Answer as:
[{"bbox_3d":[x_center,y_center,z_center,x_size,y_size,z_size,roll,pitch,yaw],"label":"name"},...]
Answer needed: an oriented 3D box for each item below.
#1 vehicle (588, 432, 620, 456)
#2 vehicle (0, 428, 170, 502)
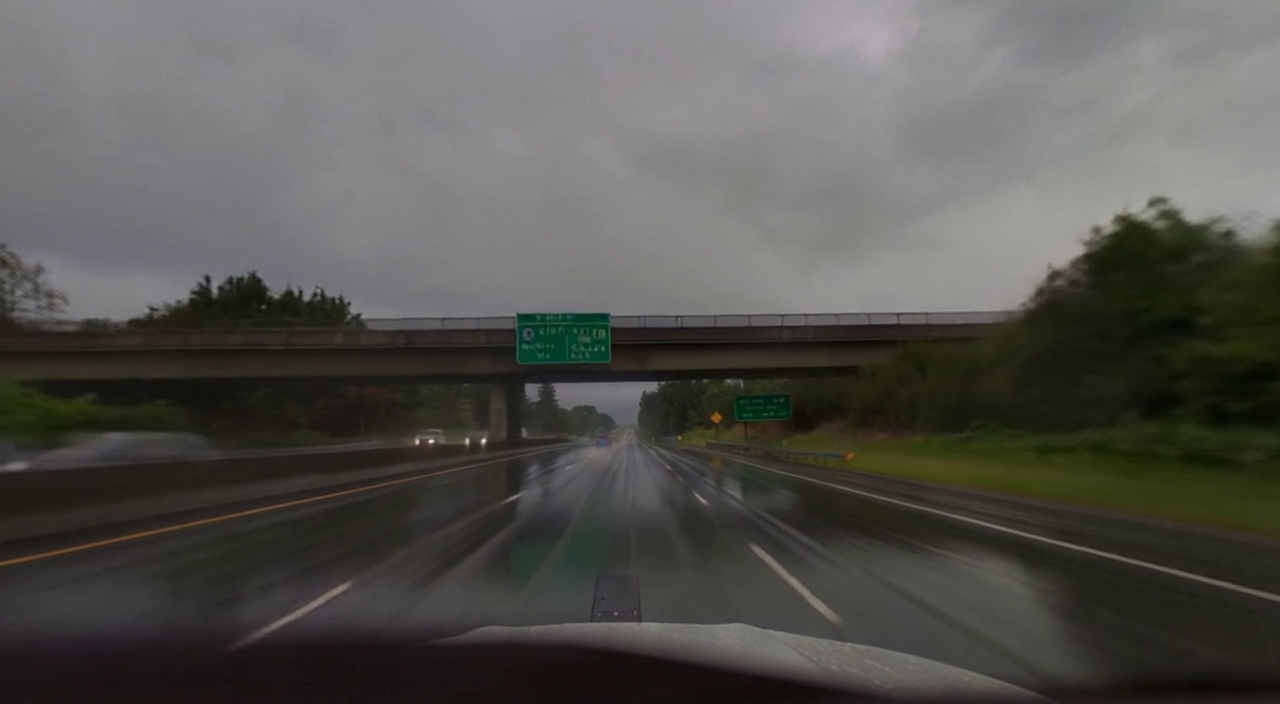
[{"bbox_3d":[-2.607,6.791,46.730,2.086,1.624,4.607,0,-8,1],"label":"vehicle"},{"bbox_3d":[-13.448,2.500,14.455,1.937,1.424,4.454,0,-8,-1],"label":"vehicle"}]
